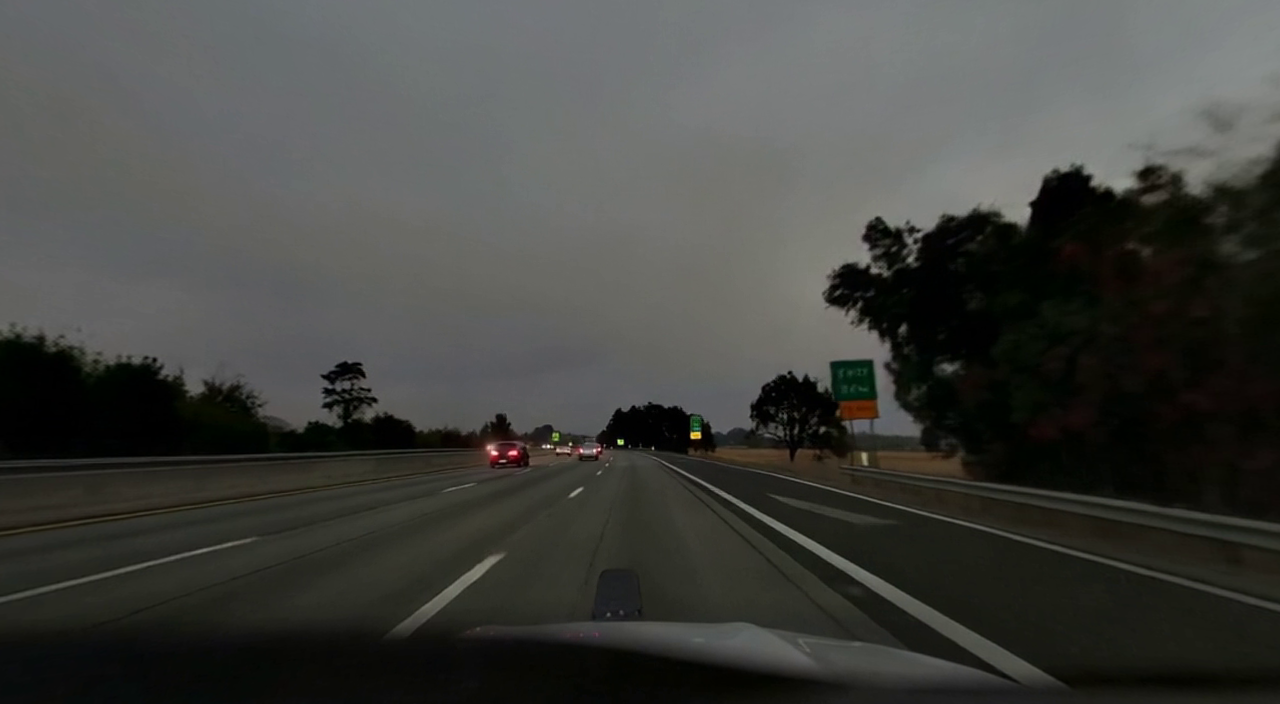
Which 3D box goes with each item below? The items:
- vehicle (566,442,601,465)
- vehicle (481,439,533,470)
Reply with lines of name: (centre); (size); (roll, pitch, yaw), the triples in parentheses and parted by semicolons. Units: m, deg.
vehicle: (-3.894, 7.124, 44.019); (2.075, 1.516, 4.212); (0, -8, -1)
vehicle: (-7.671, 5.965, 36.713); (2.080, 1.632, 4.332); (0, -8, 0)
